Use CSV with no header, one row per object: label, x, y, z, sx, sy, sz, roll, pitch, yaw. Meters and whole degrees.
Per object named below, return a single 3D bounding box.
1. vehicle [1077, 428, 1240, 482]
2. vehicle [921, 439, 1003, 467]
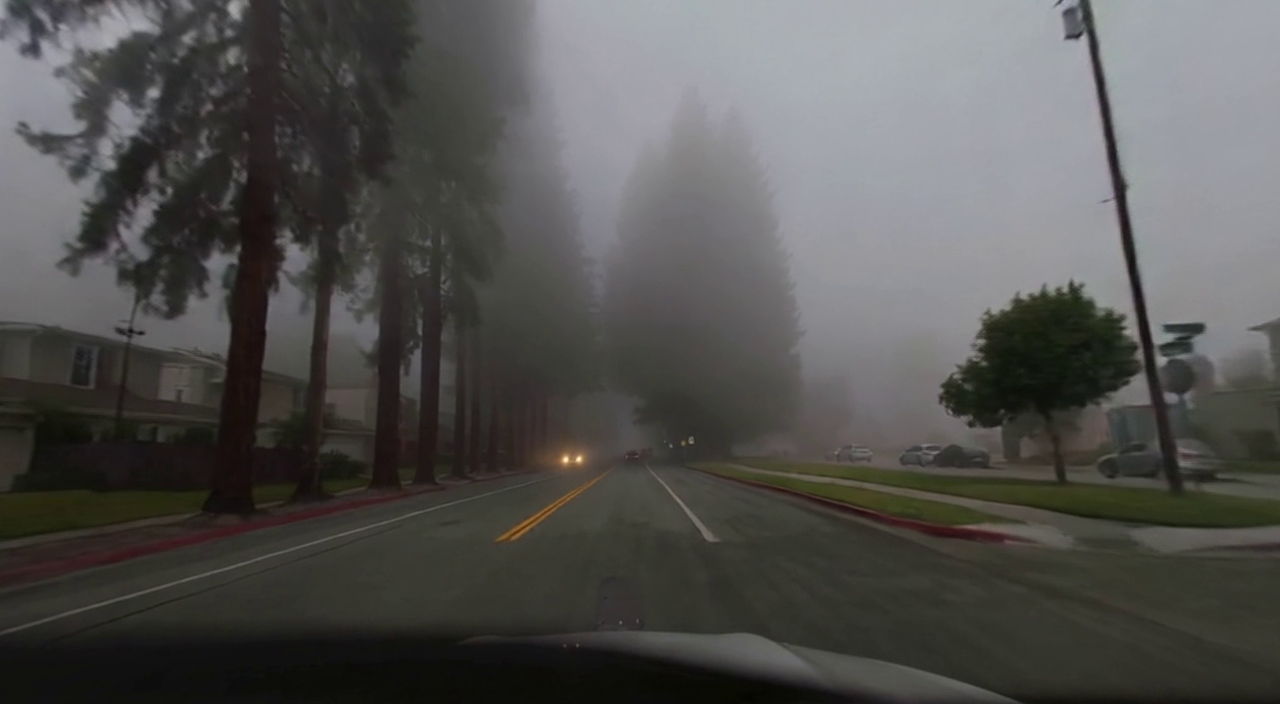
vehicle,18.200,3.648,22.540,1.936,1.722,4.562,0,-9,1
vehicle,17.759,5.593,35.110,1.813,1.464,4.925,0,-9,-2
